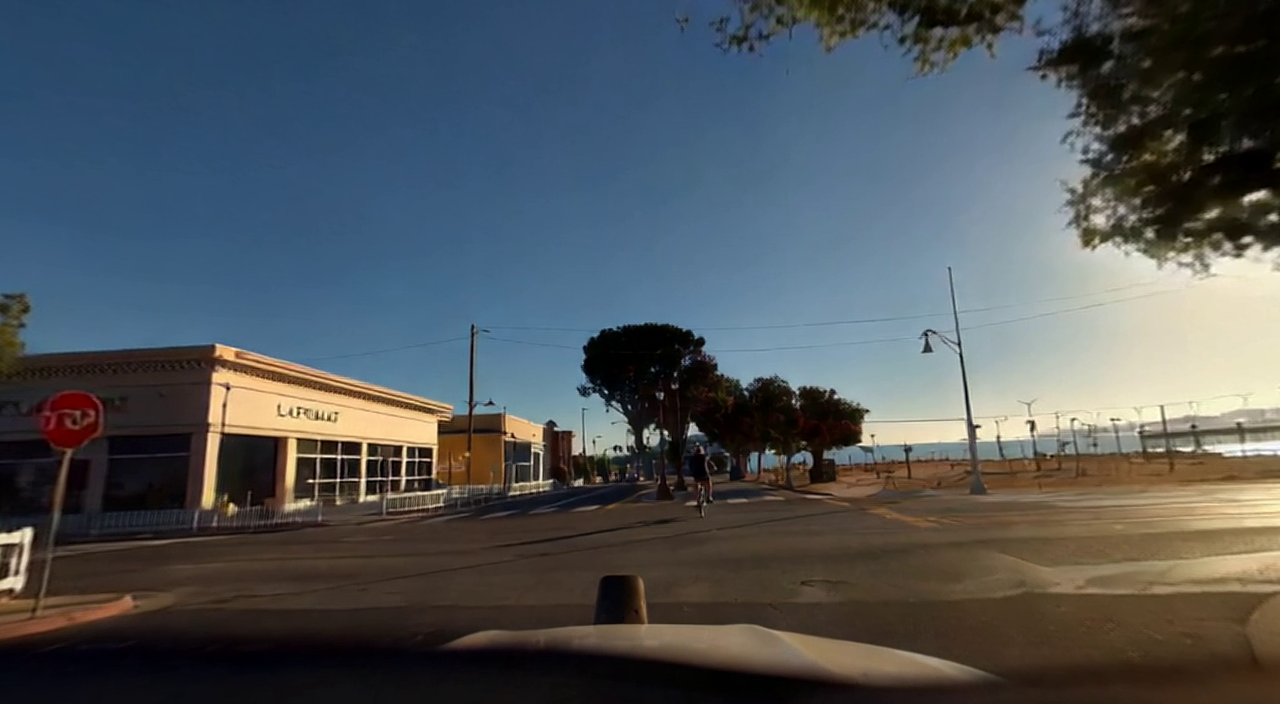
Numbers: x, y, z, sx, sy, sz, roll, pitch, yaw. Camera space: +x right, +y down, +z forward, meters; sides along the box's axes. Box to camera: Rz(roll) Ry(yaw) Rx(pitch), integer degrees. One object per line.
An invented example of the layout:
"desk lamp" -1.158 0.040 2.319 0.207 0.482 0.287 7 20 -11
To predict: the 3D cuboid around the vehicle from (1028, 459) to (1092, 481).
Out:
"vehicle" 32.364 9.093 48.710 3.794 1.403 1.636 -2 -10 -5
